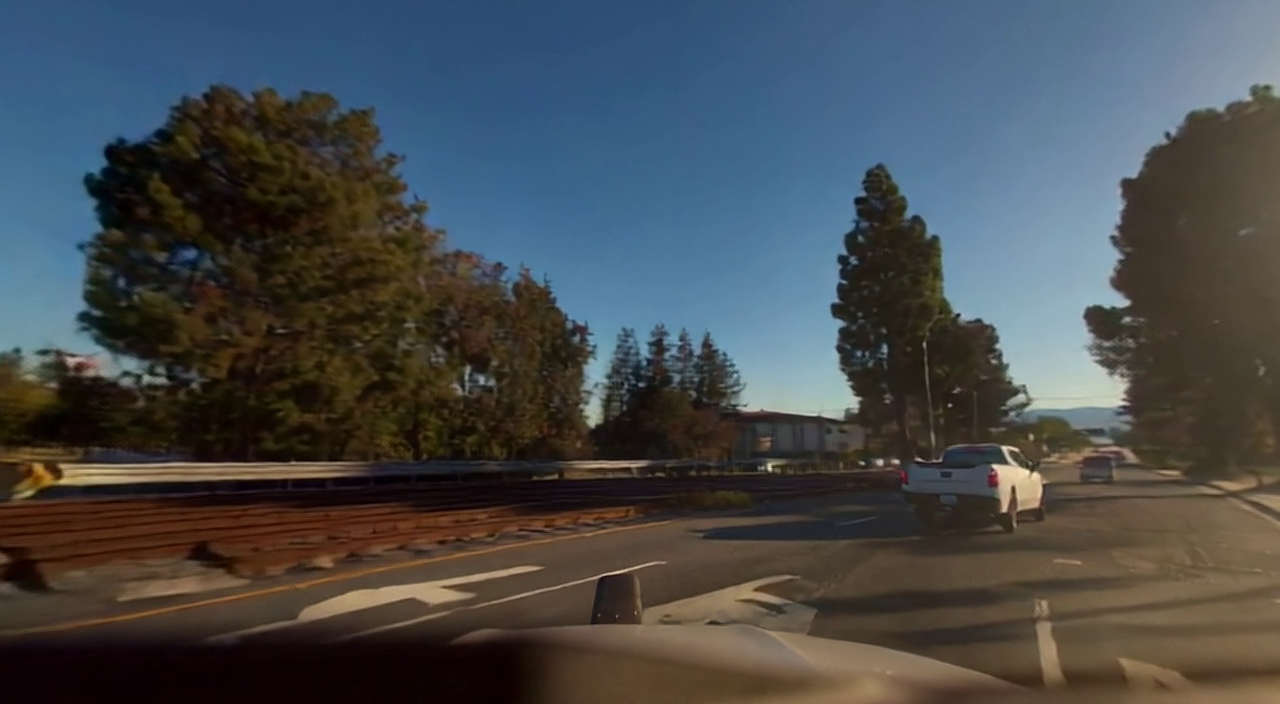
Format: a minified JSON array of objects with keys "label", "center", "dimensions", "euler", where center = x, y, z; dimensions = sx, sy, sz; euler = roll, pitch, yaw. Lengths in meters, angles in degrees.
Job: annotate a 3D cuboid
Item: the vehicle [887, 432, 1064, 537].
[{"label":"vehicle","center":[7.866,2.890,14.521],"dimensions":[2.404,1.926,5.251],"euler":[-8,-12,39]}]
